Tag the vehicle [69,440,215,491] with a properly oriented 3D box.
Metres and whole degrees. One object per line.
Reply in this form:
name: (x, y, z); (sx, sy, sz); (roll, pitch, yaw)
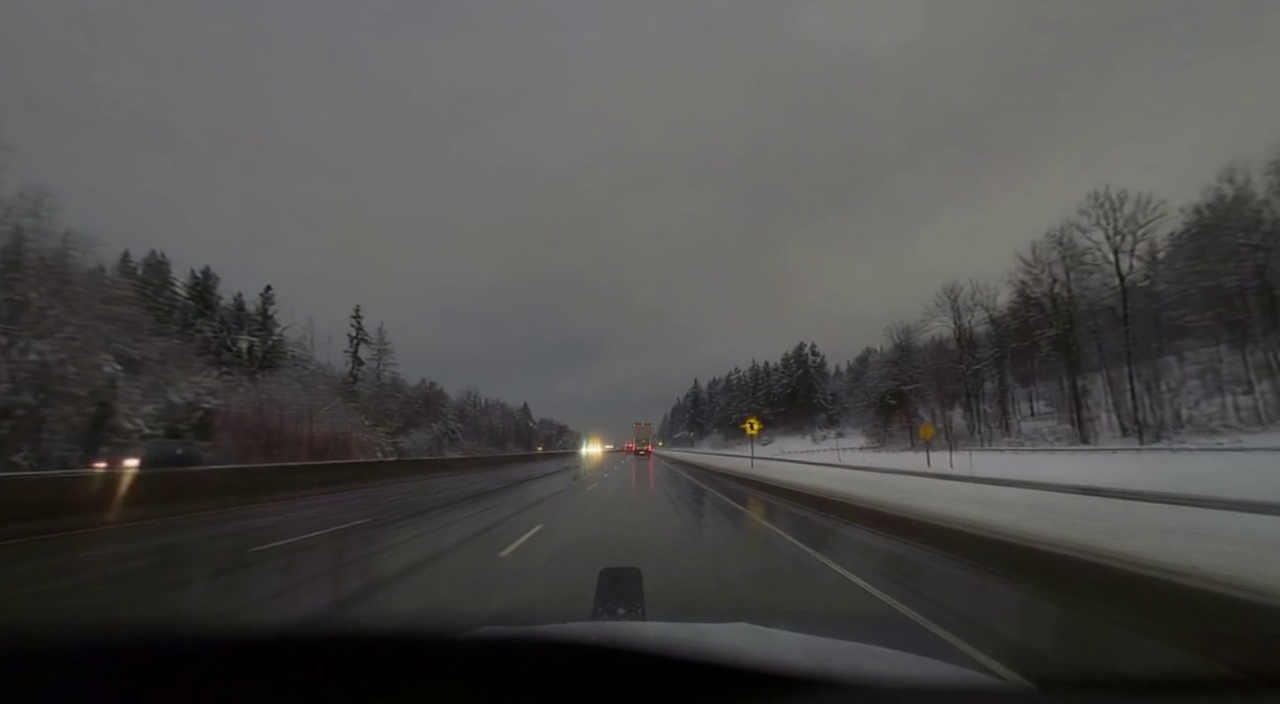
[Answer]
vehicle: (-23.883, 5.454, 30.686); (2.340, 2.235, 5.702); (0, -9, 1)
